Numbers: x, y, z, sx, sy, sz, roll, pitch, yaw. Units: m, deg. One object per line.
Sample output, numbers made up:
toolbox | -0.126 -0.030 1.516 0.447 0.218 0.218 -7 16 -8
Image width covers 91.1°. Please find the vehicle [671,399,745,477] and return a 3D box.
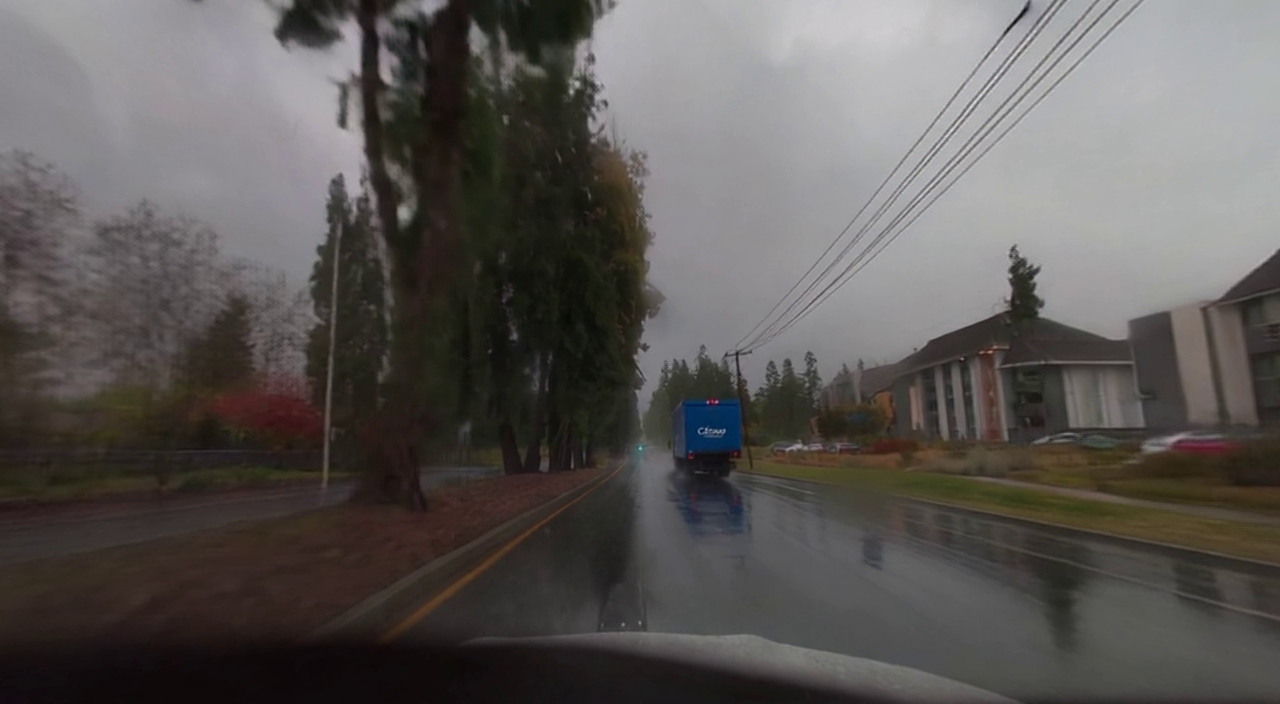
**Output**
vehicle | 3.632 4.969 36.085 2.973 3.848 9.336 0 -8 -2
